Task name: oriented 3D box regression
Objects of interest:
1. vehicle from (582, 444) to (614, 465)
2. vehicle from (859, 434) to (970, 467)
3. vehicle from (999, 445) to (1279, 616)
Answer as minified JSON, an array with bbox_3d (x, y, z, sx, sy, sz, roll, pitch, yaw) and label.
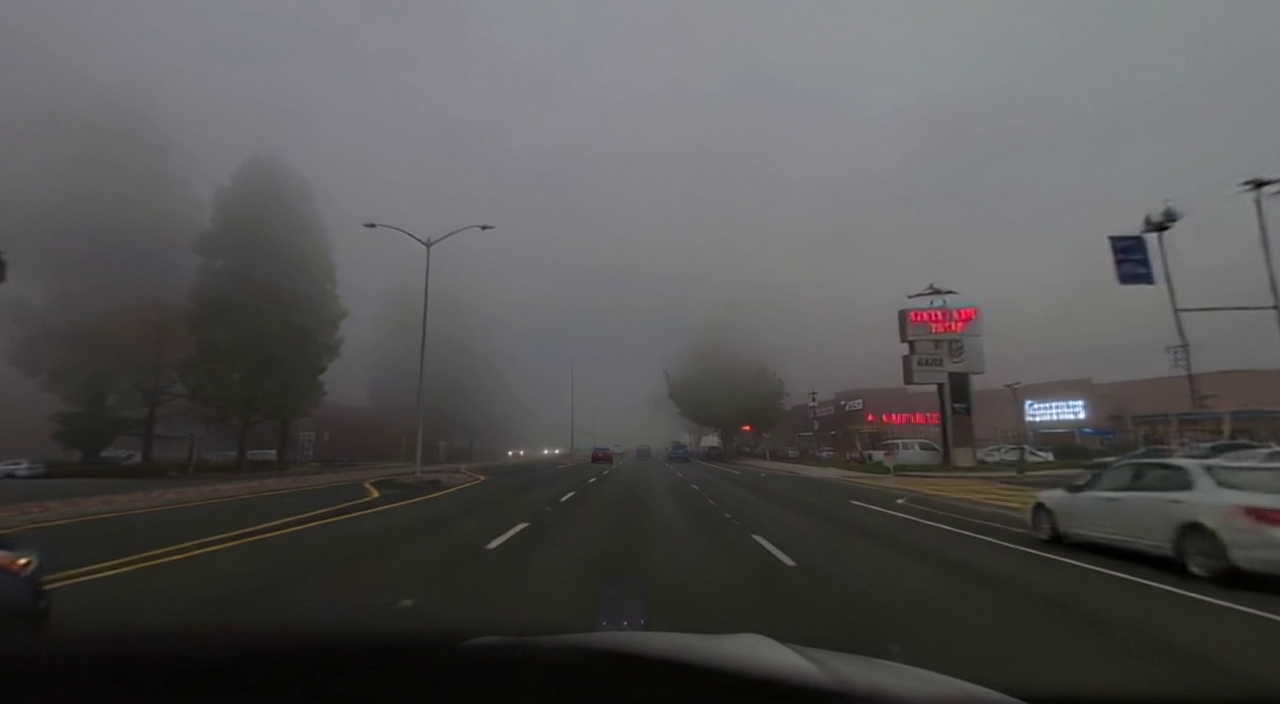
[{"bbox_3d":[-3.034,7.541,46.549,2.005,1.446,4.265,0,-8,1],"label":"vehicle"},{"bbox_3d":[16.129,5.879,37.341,1.691,1.670,5.790,8,-14,-39],"label":"vehicle"},{"bbox_3d":[6.607,1.873,7.602,1.923,1.482,4.558,0,-8,1],"label":"vehicle"}]
